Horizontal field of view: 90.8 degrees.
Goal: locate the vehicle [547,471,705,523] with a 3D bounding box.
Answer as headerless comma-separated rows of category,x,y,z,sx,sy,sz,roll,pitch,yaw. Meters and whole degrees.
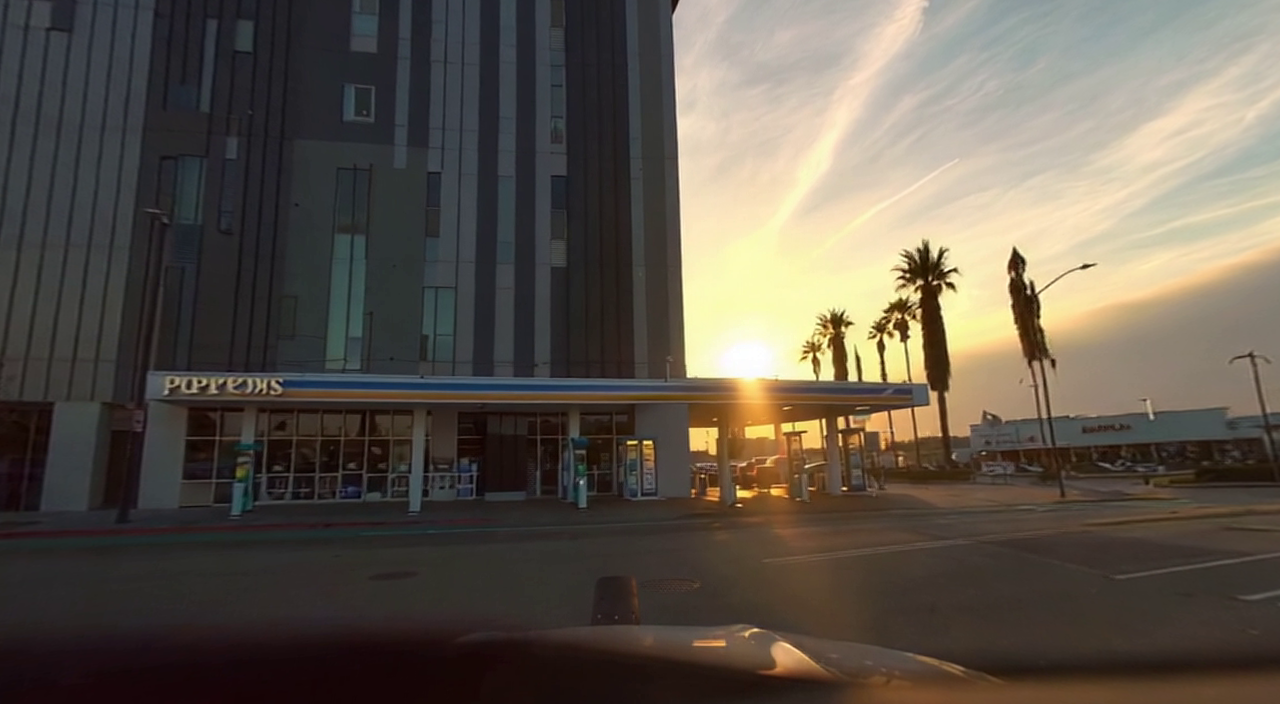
vehicle,-0.403,4.609,20.380,4.782,1.371,1.763,4,-10,-27

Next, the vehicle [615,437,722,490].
vehicle,1.640,6.351,35.908,5.524,2.504,2.196,8,-8,-22

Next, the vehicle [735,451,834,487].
vehicle,10.646,8.553,46.418,7.026,2.329,2.545,5,-7,-25
